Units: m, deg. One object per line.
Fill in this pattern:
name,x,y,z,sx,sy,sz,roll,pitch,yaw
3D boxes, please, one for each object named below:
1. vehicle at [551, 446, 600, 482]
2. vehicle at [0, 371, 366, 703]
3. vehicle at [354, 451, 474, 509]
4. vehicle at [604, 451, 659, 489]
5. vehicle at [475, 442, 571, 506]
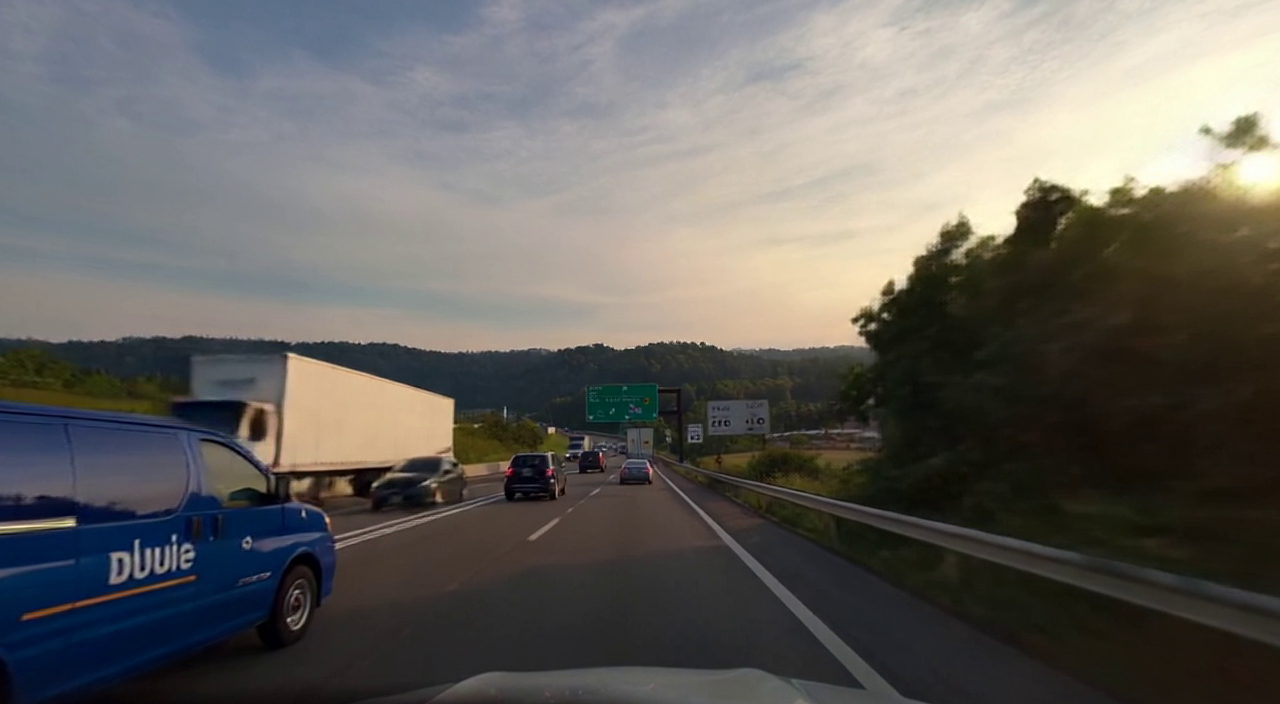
vehicle,-3.138,5.574,31.645,1.994,1.663,4.047,0,-9,1
vehicle,-3.338,1.023,2.878,2.117,1.688,4.582,0,-9,0
vehicle,-6.736,3.834,19.462,1.932,1.524,4.777,0,-9,0
vehicle,-0.353,4.781,25.919,2.095,1.393,3.908,0,-9,-1
vehicle,-3.198,3.427,18.153,1.937,1.600,4.141,0,-9,1
